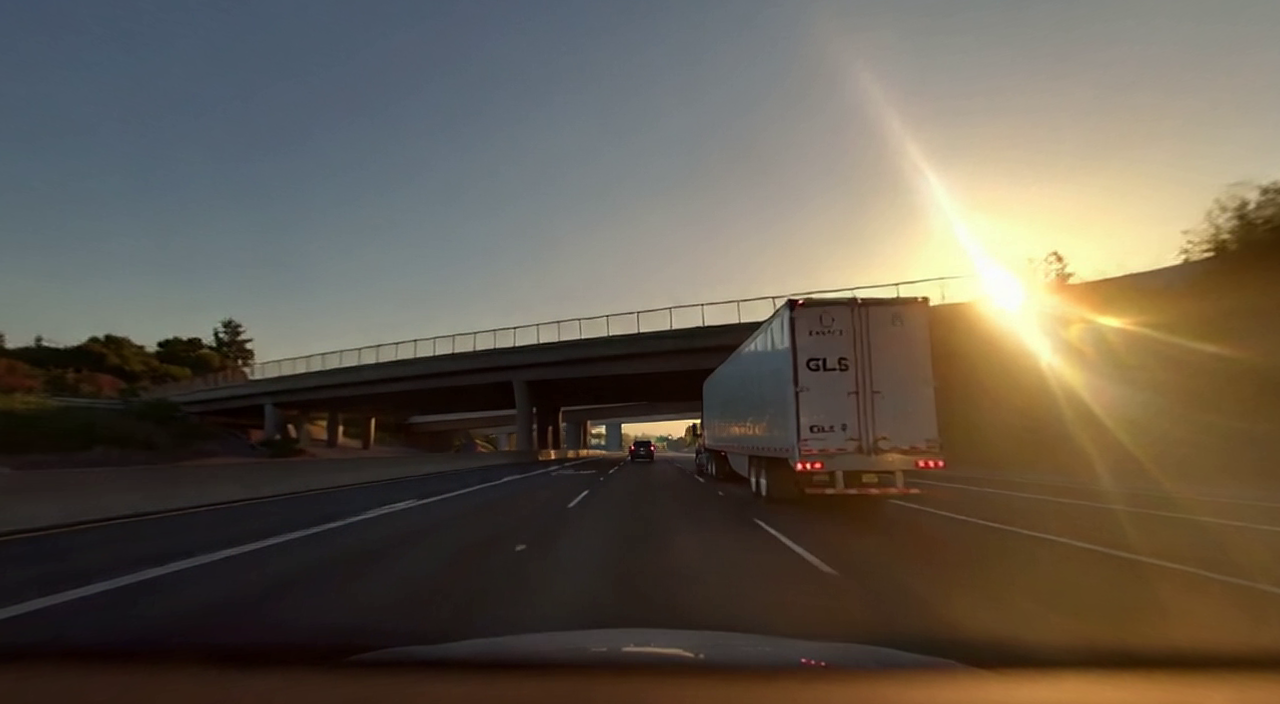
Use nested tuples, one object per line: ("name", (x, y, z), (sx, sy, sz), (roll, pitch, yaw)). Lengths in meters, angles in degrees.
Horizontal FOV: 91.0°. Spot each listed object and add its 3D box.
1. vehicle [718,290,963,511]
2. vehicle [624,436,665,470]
("vehicle", (4.272, 1.598, 16.701), (3.014, 4.068, 10.359), (0, -8, 0))
("vehicle", (0.238, 5.356, 33.570), (2.050, 1.654, 4.192), (0, -8, 0))
